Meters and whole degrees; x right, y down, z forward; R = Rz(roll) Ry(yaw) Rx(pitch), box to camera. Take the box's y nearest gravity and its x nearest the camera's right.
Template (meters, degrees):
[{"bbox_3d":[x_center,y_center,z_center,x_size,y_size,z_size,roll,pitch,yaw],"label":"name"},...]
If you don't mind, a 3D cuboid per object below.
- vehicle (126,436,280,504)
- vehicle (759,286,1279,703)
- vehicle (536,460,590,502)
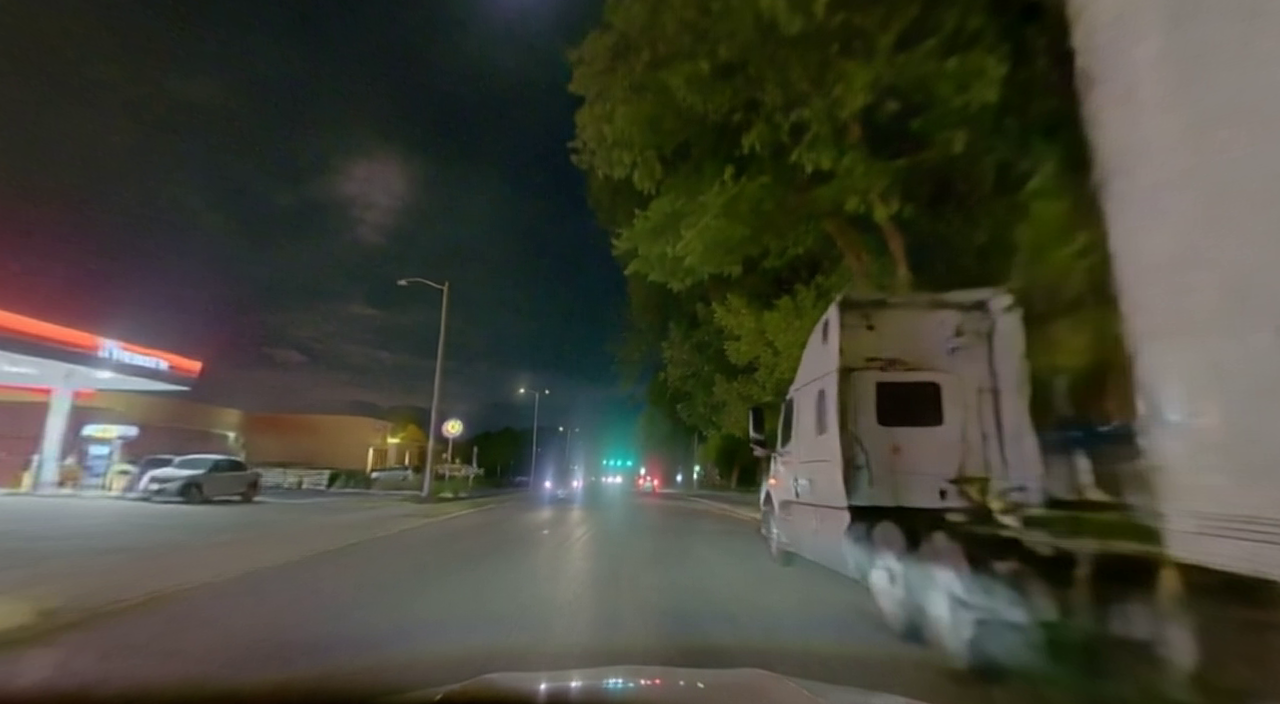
[{"bbox_3d":[-13.744,3.718,20.200,2.062,1.889,4.115,2,-9,-4],"label":"vehicle"},{"bbox_3d":[3.246,1.493,6.641,2.472,2.484,6.609,1,-11,-2],"label":"vehicle"},{"bbox_3d":[-3.732,6.397,31.469,2.165,1.889,4.825,1,-11,-1],"label":"vehicle"}]
